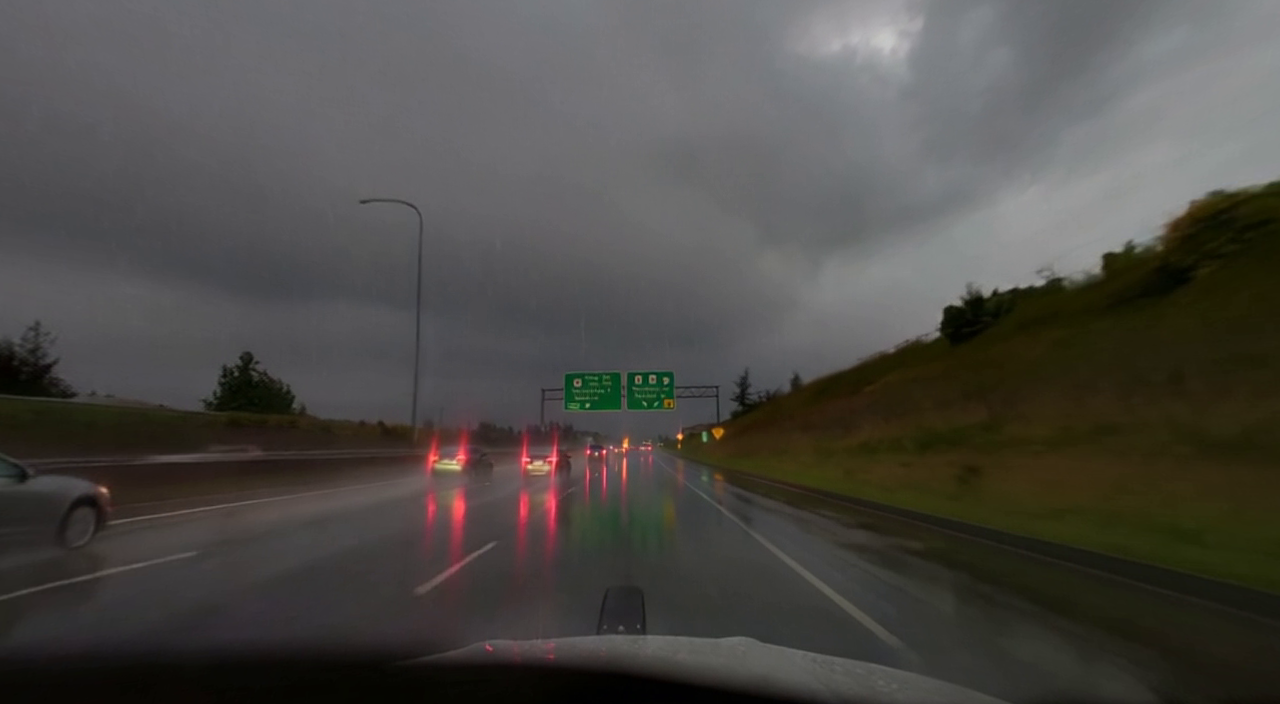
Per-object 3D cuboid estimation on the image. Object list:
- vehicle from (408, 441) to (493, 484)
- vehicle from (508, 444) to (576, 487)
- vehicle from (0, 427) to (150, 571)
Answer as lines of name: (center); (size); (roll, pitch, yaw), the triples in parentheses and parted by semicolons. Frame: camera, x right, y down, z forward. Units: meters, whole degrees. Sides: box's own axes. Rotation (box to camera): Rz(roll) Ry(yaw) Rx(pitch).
vehicle: (-7.528, 4.424, 25.543); (2.091, 1.558, 4.220); (0, -9, 0)
vehicle: (-3.582, 4.219, 23.731); (1.924, 1.436, 3.915); (0, -9, 0)
vehicle: (-7.788, 1.494, 6.262); (2.009, 1.500, 4.741); (0, -9, 0)
